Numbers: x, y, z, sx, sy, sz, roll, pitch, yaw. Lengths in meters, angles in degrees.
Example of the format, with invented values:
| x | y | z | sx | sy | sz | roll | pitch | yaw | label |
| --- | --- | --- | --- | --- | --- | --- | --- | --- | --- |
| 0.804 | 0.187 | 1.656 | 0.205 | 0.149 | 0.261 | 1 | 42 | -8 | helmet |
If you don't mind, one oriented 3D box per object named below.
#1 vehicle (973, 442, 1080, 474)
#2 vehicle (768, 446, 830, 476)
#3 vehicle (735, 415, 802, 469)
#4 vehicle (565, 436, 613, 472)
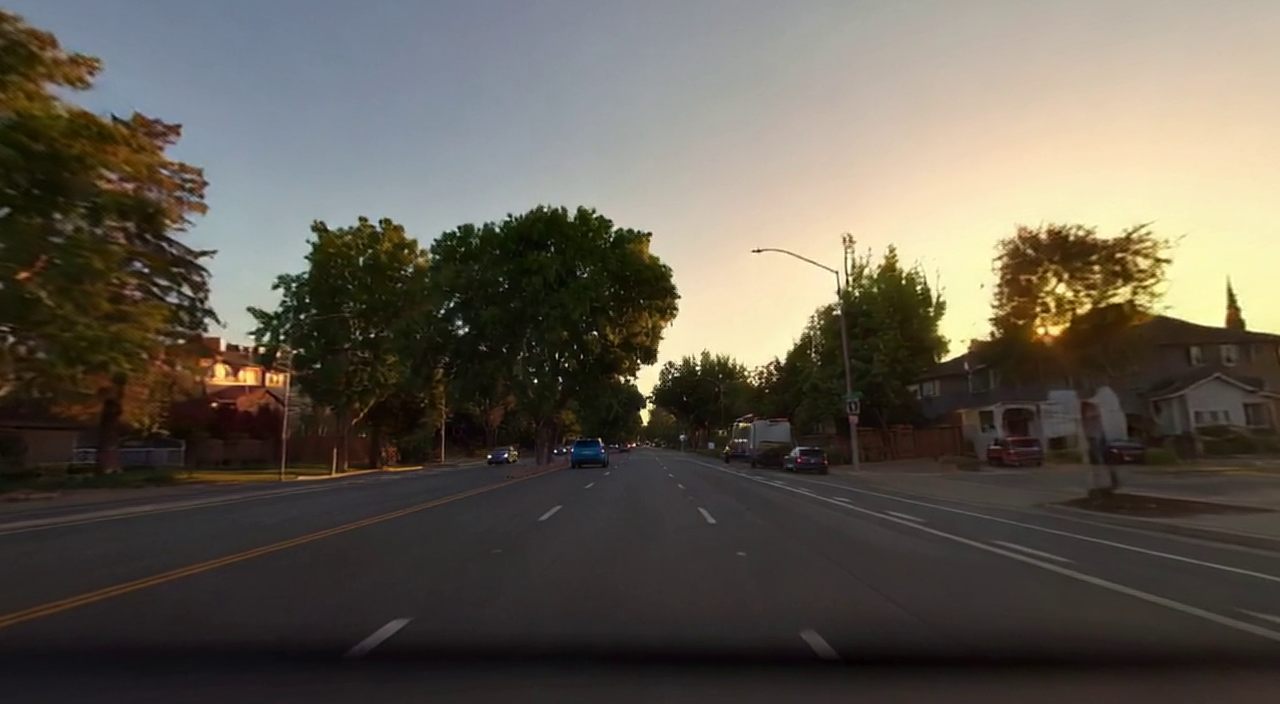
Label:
| x | y | z | sx | sy | sz | roll | pitch | yaw | label |
| --- | --- | --- | --- | --- | --- | --- | --- | --- | --- |
| 19.660 | 5.364 | 32.209 | 1.864 | 1.523 | 4.176 | 5 | -10 | -30 | vehicle |
| 8.118 | 5.598 | 32.701 | 1.976 | 1.445 | 4.909 | 0 | -8 | 0 | vehicle |
| 8.154 | 5.829 | 40.891 | 3.101 | 3.161 | 6.513 | 0 | -8 | 1 | vehicle |
| -2.719 | 5.561 | 34.634 | 2.179 | 1.851 | 4.756 | 0 | -8 | 1 | vehicle |
